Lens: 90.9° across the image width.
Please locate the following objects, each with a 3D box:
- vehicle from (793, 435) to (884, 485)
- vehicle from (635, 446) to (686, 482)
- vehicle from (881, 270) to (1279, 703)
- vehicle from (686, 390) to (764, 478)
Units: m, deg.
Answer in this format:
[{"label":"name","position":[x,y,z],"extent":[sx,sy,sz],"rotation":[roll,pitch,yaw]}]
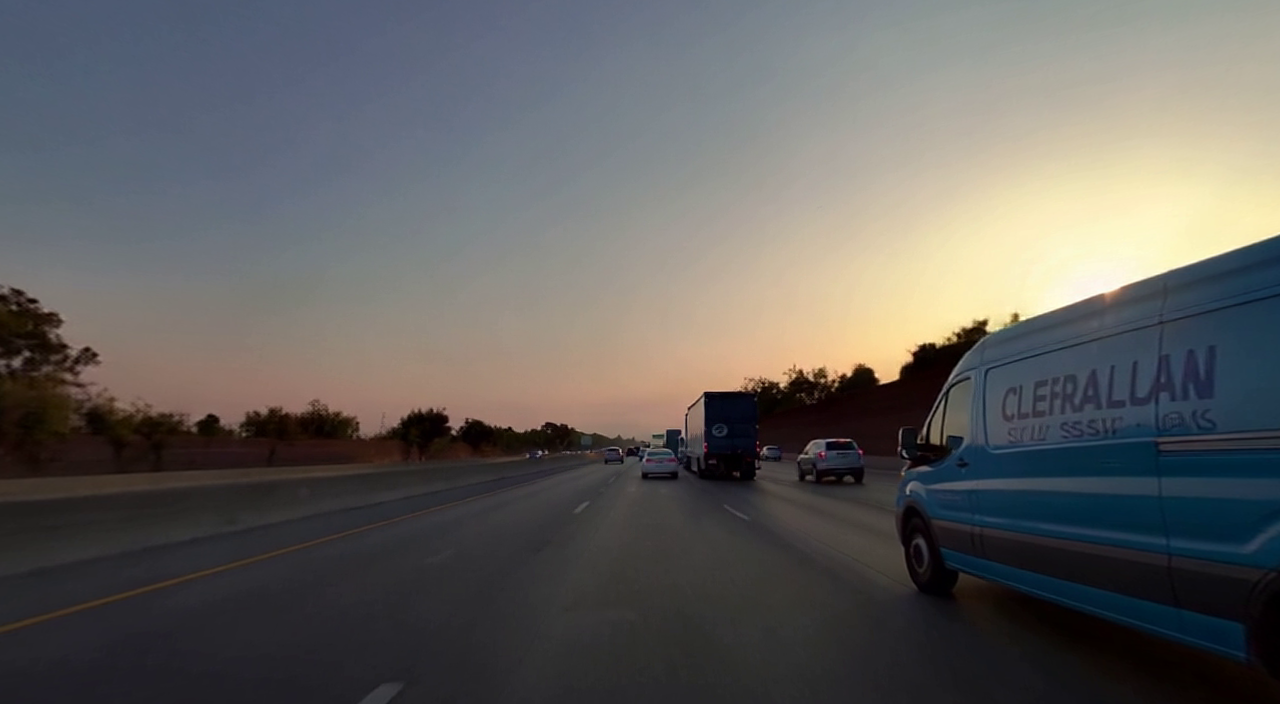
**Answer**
[{"label":"vehicle","position":[7.836,4.299,25.380],"extent":[2.144,1.769,4.540],"rotation":[0,-9,0]},{"label":"vehicle","position":[0.841,4.995,28.392],"extent":[2.063,1.469,4.208],"rotation":[0,-9,-1]},{"label":"vehicle","position":[3.794,0.869,3.724],"extent":[2.441,2.017,5.739],"rotation":[0,-9,0]},{"label":"vehicle","position":[4.433,4.799,35.957],"extent":[2.821,4.077,12.562],"rotation":[0,-9,1]}]
